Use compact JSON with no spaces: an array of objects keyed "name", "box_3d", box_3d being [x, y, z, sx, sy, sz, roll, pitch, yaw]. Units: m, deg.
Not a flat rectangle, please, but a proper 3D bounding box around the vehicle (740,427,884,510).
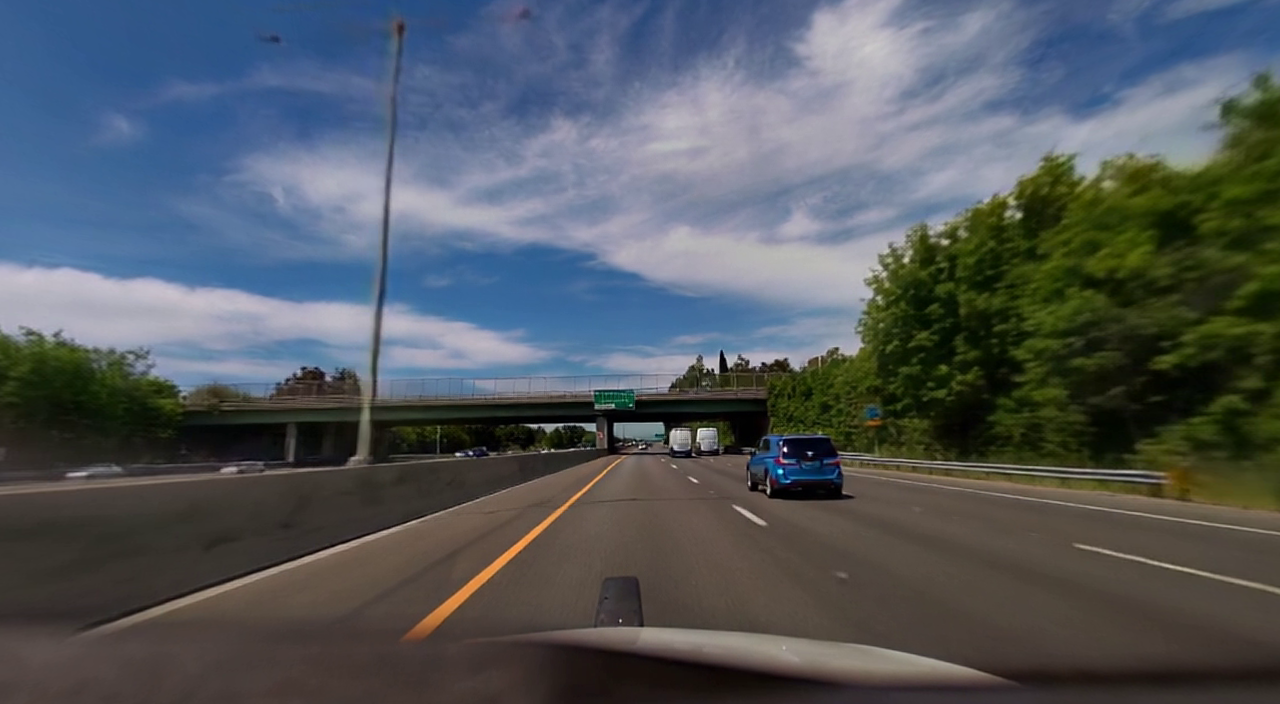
[{"name":"vehicle","box_3d":[3.892,2.725,15.203,2.148,1.691,4.443,0,-8,-1]}]
